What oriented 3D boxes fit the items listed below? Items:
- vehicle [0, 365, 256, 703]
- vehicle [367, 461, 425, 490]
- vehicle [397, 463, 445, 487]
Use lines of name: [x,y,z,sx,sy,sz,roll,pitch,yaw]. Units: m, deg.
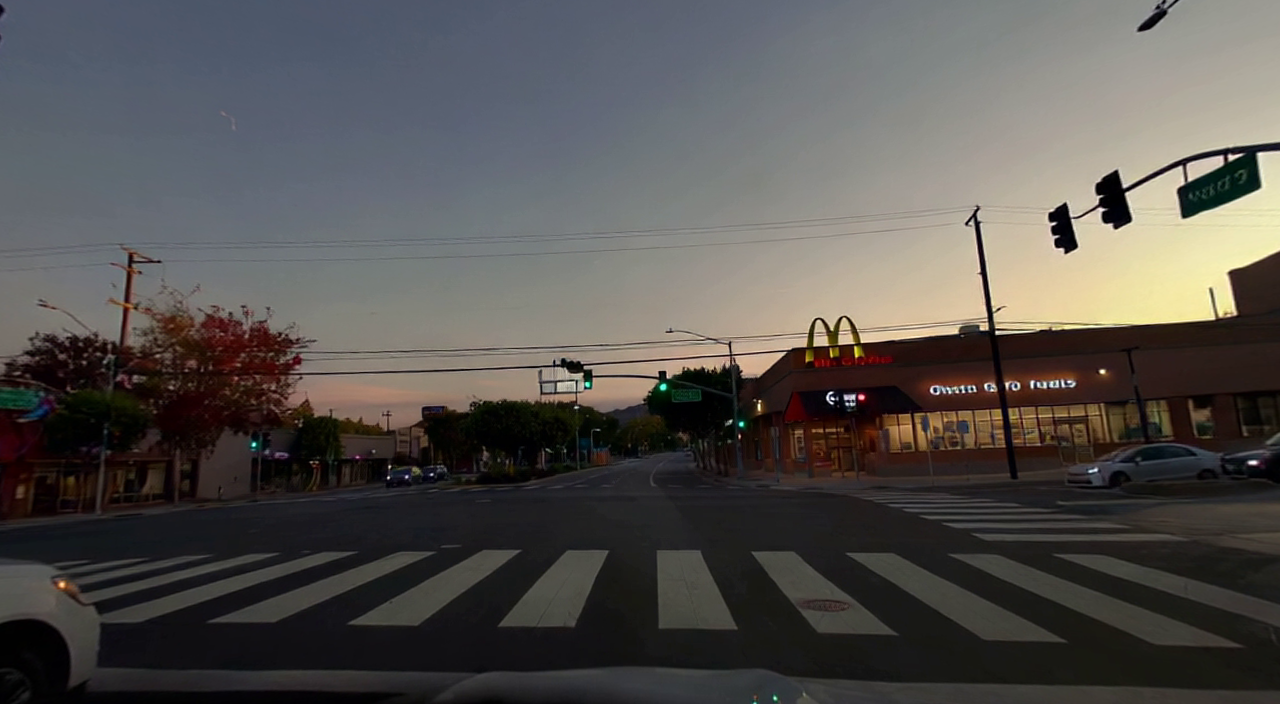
vehicle: [-3.415,0.743,1.414,2.081,1.644,4.523,0,-9,3]
vehicle: [-19.192,9.713,49.810,2.227,2.033,5.614,0,-9,2]
vehicle: [-15.730,8.831,45.414,1.931,1.471,4.152,0,-9,0]
